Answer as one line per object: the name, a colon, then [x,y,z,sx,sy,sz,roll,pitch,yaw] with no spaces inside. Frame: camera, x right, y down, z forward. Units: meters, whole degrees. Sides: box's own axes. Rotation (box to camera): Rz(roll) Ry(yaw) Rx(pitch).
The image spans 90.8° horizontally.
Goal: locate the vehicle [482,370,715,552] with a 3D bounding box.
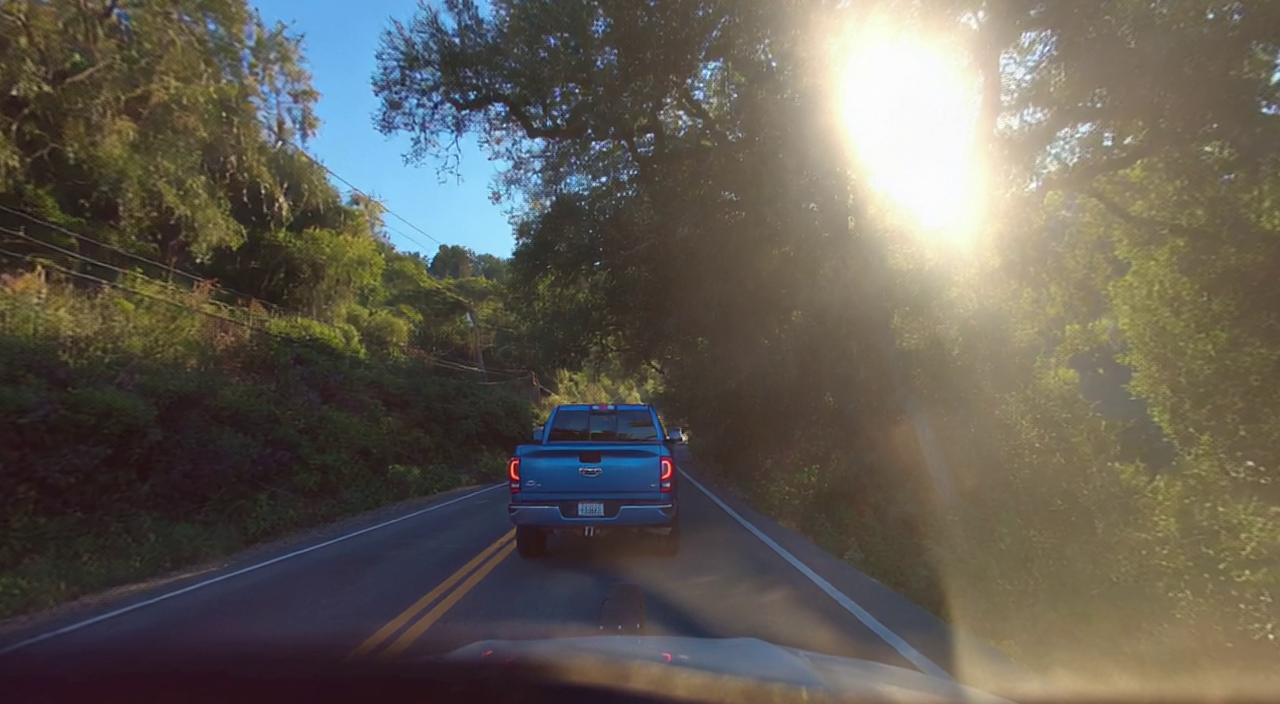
vehicle: [-0.552,1.762,10.761,2.837,2.223,5.885,0,-8,-1]
